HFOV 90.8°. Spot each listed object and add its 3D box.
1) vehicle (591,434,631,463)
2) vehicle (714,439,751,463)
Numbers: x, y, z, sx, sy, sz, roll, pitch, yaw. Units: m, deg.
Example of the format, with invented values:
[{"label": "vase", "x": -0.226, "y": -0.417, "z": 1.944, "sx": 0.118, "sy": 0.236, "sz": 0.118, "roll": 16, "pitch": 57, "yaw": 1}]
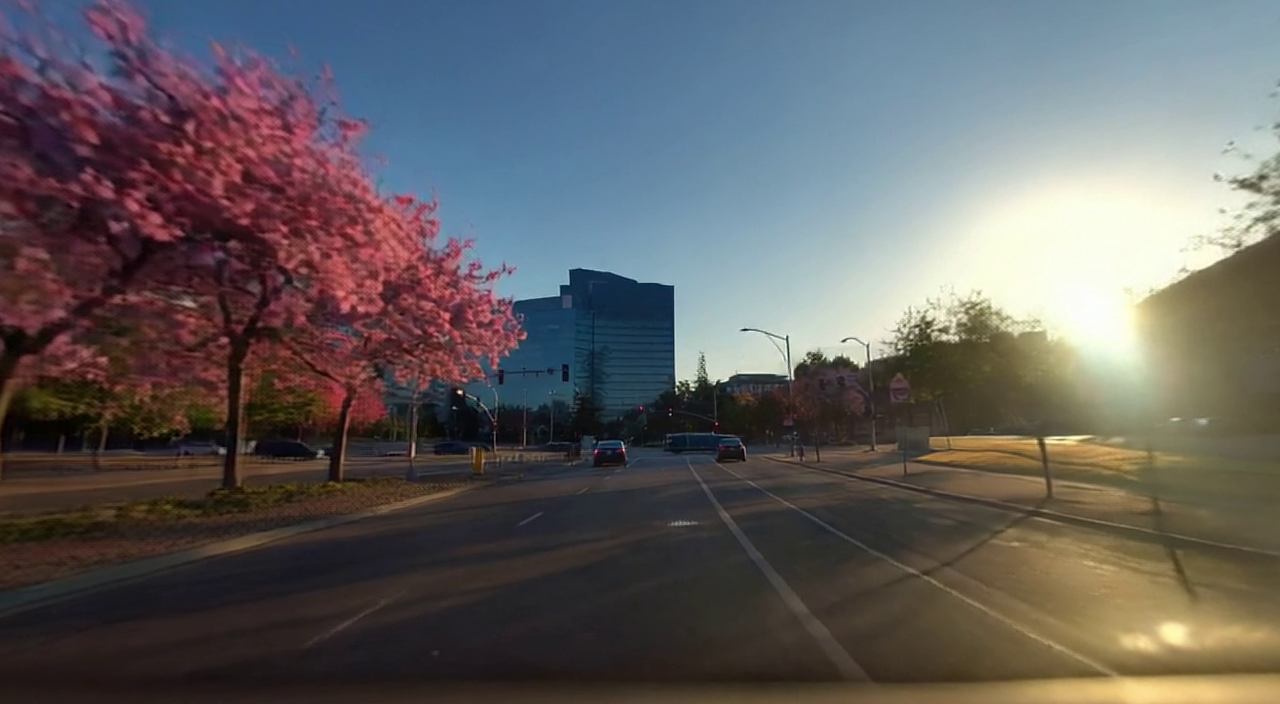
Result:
[{"label": "vehicle", "x": -1.805, "y": 6.182, "z": 40.513, "sx": 1.995, "sy": 1.703, "sz": 4.367, "roll": -1, "pitch": -9, "yaw": 4}, {"label": "vehicle", "x": 6.194, "y": 6.684, "z": 42.753, "sx": 2.007, "sy": 1.466, "sz": 4.291, "roll": -1, "pitch": -8, "yaw": 2}]
